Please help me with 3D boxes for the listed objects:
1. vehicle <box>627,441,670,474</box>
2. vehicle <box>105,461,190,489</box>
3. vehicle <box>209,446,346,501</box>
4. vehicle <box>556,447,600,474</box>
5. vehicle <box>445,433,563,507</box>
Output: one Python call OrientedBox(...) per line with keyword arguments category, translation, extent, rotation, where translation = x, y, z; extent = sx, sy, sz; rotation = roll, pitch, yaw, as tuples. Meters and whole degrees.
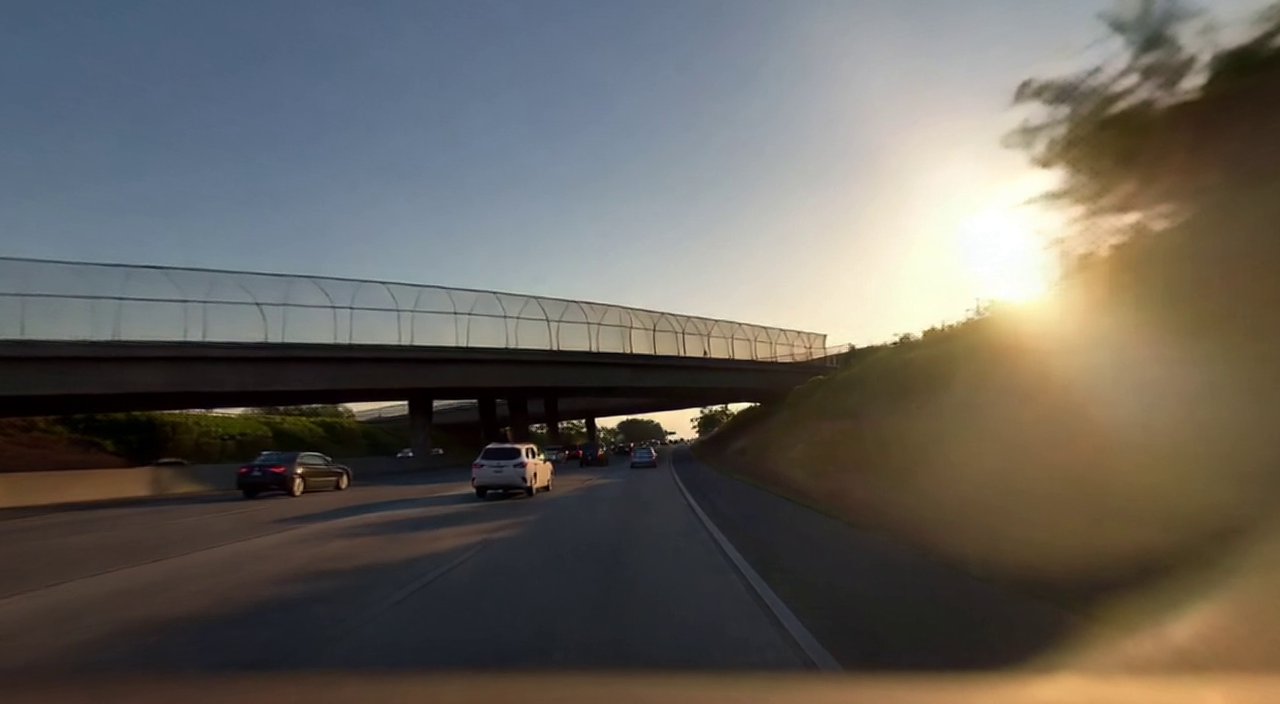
OrientedBox(category="vehicle", translation=(0.471, 5.679, 34.149), extent=(2.160, 1.678, 4.178), rotation=(0, -8, 1))
OrientedBox(category="vehicle", translation=(-31.703, 7.924, 40.574), extent=(1.944, 1.567, 4.239), rotation=(0, -8, 1))
OrientedBox(category="vehicle", translation=(-11.977, 3.998, 21.171), extent=(1.954, 1.640, 4.339), rotation=(0, -8, 1))
OrientedBox(category="vehicle", translation=(-3.589, 6.377, 37.253), extent=(1.997, 1.490, 4.471), rotation=(0, -8, 2))
OrientedBox(category="vehicle", translation=(-3.545, 3.161, 17.337), extent=(2.161, 1.759, 4.482), rotation=(0, -8, 1))
